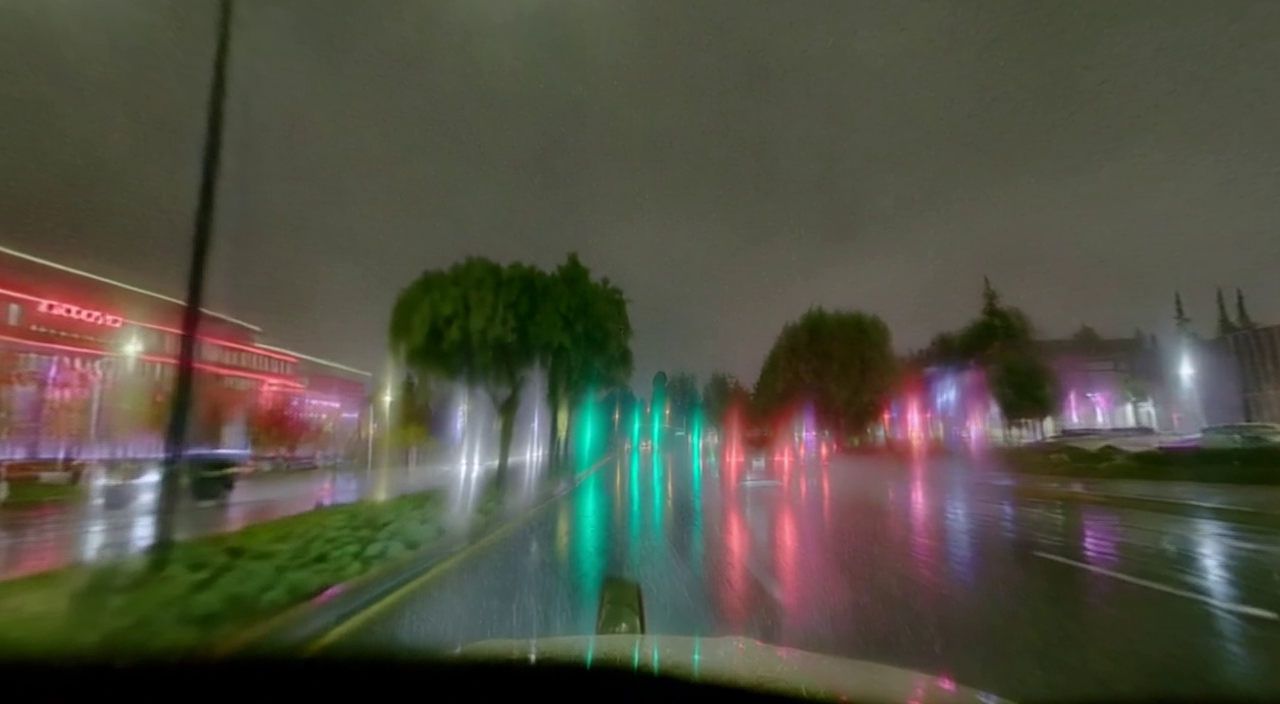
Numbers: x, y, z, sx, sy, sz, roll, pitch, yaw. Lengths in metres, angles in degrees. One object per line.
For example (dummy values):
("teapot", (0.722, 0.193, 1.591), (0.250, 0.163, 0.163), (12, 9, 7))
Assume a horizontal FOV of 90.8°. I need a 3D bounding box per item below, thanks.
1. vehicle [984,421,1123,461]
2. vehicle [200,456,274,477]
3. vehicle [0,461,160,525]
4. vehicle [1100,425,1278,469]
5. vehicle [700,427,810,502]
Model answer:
("vehicle", (19.679, 4.286, 30.284), (4.975, 1.786, 2.223), (-1, -9, 3))
("vehicle", (-29.620, 8.423, 46.514), (4.173, 1.482, 1.818), (0, -9, 1))
("vehicle", (-16.316, 3.862, 17.789), (1.955, 1.428, 4.606), (0, -9, 0))
("vehicle", (19.203, 3.341, 22.246), (4.418, 1.461, 2.002), (0, -9, -2))
("vehicle", (2.793, 2.852, 16.407), (1.963, 1.677, 4.229), (0, -9, -1))
